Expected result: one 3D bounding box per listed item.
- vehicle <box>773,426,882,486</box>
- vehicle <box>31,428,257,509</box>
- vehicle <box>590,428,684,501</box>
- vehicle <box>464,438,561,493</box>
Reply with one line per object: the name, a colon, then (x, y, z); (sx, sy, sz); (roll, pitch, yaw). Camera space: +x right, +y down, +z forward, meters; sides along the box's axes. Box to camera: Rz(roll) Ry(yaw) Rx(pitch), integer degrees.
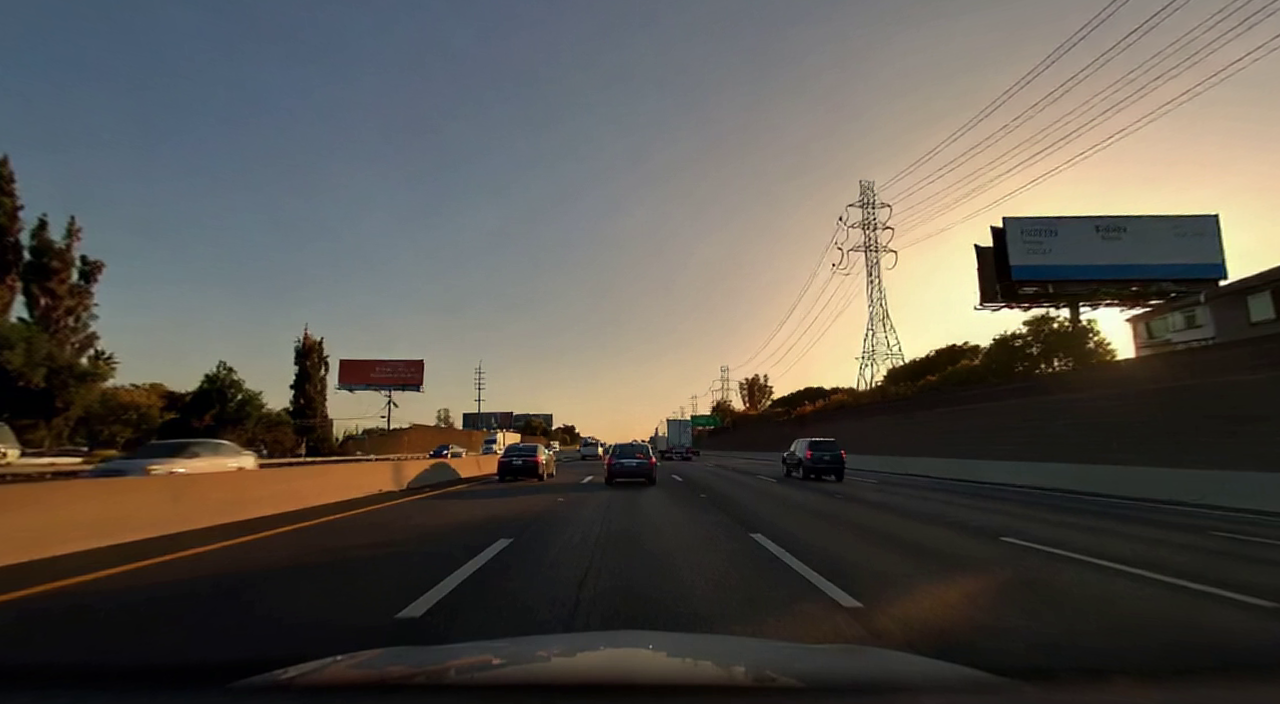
vehicle: (6.832, 3.888, 23.802); (2.302, 1.973, 5.502); (0, -9, -1)
vehicle: (-10.127, 2.399, 13.327); (1.842, 1.459, 3.596); (0, -9, -1)
vehicle: (-0.102, 2.944, 16.865); (2.191, 1.685, 4.015); (0, -9, -1)
vehicle: (-3.815, 3.487, 19.828); (2.025, 1.498, 4.675); (0, -9, 0)
